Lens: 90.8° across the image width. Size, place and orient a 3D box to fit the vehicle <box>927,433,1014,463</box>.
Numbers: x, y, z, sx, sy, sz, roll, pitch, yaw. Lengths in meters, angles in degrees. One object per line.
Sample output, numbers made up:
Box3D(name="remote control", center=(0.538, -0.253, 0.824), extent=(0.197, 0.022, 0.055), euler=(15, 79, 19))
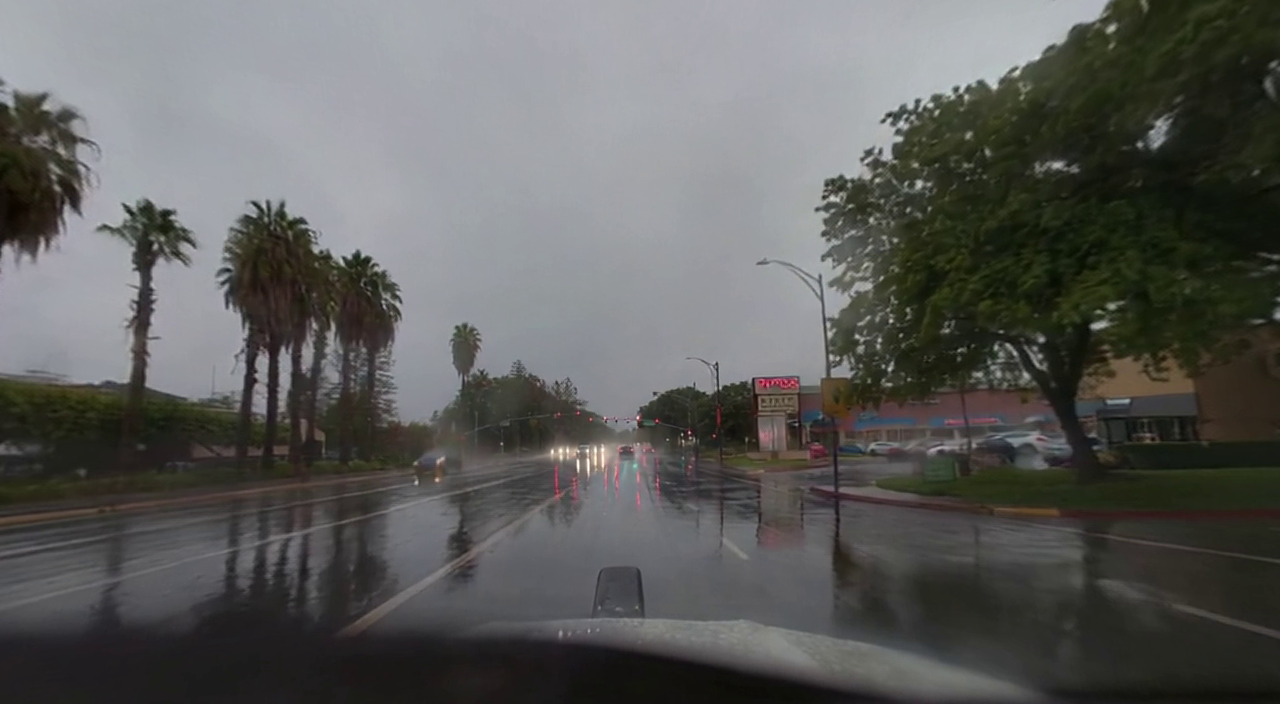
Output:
Box3D(name="vehicle", center=(20.395, 5.974, 39.189), extent=(4.548, 1.741, 1.971), euler=(-4, -10, 25))

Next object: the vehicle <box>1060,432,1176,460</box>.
Box3D(name="vehicle", center=(27.028, 5.368, 35.954), extent=(4.809, 1.499, 2.130), euler=(-4, -10, 23))

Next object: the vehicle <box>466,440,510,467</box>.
Box3D(name="vehicle", center=(-10.453, 7.038, 43.724), extent=(2.022, 1.746, 4.406), euler=(0, -9, -1))

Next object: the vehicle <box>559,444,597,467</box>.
Box3D(name="vehicle", center=(-4.109, 6.946, 42.440), extent=(2.181, 1.483, 4.123), euler=(0, -9, -1))
